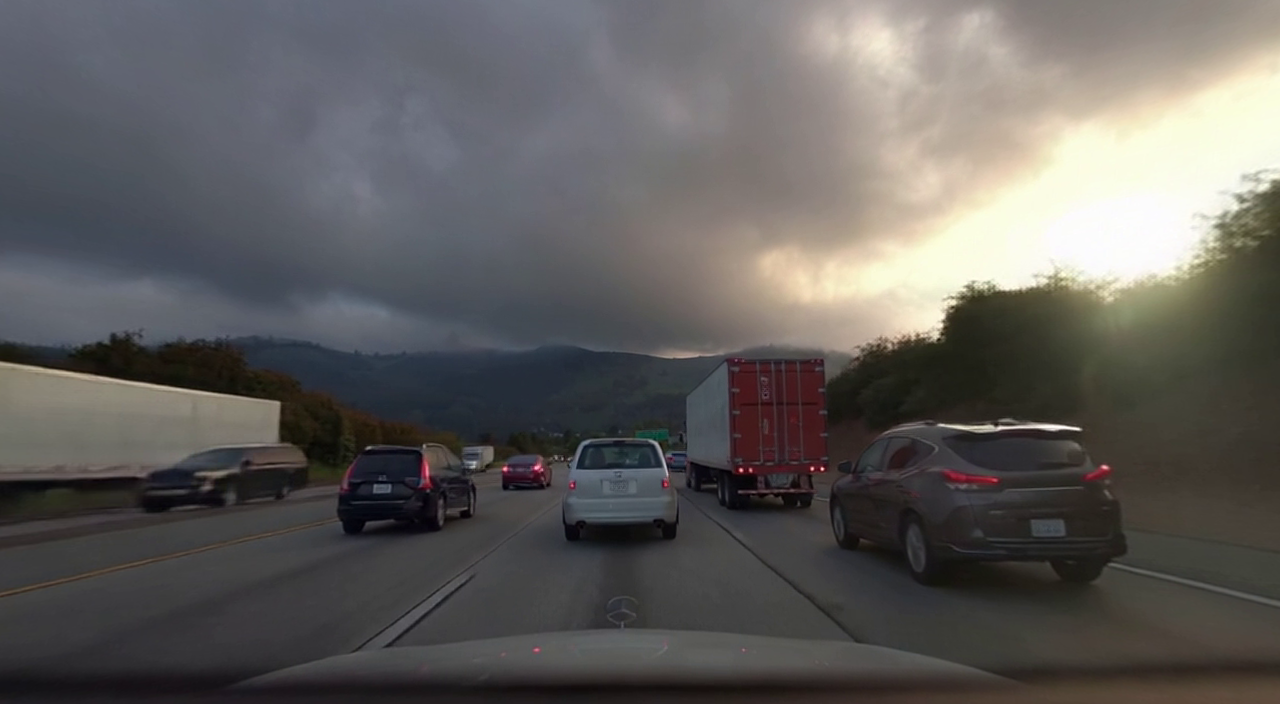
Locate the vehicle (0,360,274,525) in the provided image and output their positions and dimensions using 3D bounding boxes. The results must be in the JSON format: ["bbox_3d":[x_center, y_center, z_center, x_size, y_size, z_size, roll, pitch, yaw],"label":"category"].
[{"bbox_3d":[-16.821,2.893,19.689,2.565,3.952,13.857,0,-9,0],"label":"vehicle"}]

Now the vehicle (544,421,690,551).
[{"bbox_3d":[-0.335,2.204,10.987,2.037,1.792,4.194,0,-9,0],"label":"vehicle"}]

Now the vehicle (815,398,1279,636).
[{"bbox_3d":[3.695,1.578,7.080,2.076,1.751,4.666,0,-9,0],"label":"vehicle"}]

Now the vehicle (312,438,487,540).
[{"bbox_3d":[-4.338,2.506,12.099,1.789,1.620,3.841,0,-9,0],"label":"vehicle"}]

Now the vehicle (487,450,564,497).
[{"bbox_3d":[-3.965,4.259,22.536,1.923,1.503,4.293,0,-9,0],"label":"vehicle"}]

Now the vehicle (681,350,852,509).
[{"bbox_3d":[3.749,3.167,24.099,3.186,4.111,15.553,0,-9,-1],"label":"vehicle"}]

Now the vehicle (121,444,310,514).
[{"bbox_3d":[-12.379,3.701,18.956,2.083,1.772,5.143,0,-9,0],"label":"vehicle"}]
